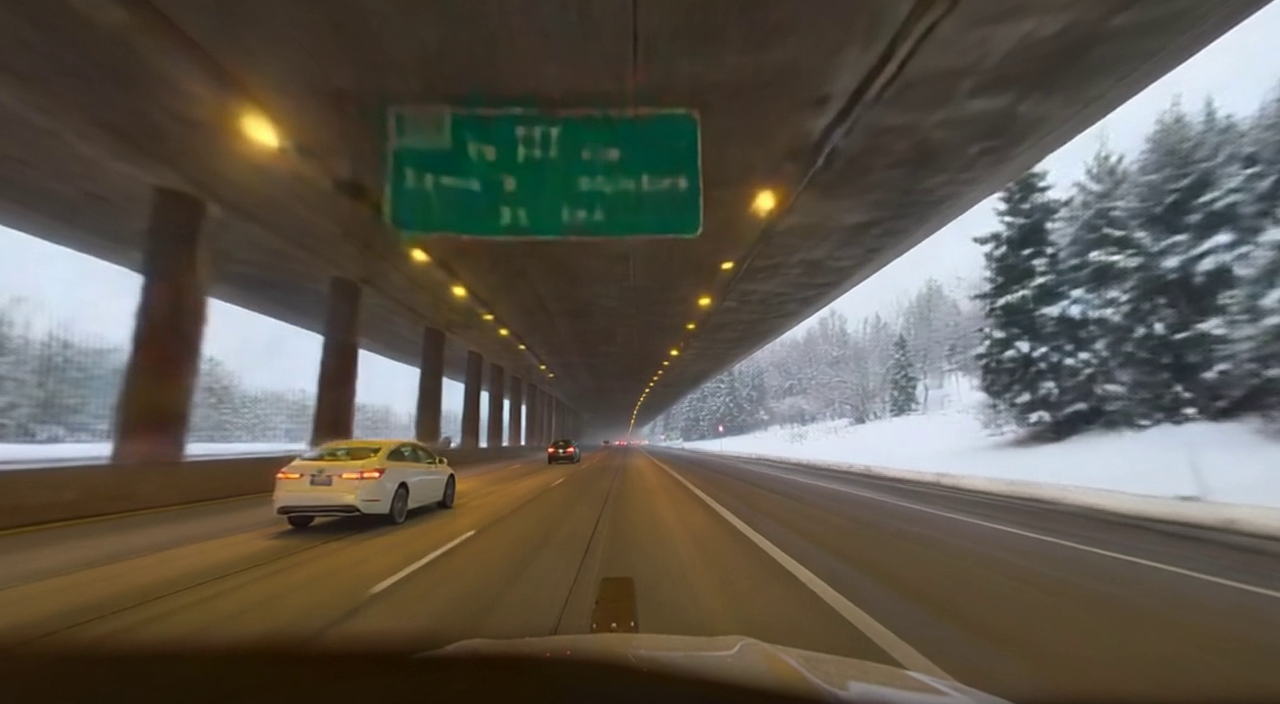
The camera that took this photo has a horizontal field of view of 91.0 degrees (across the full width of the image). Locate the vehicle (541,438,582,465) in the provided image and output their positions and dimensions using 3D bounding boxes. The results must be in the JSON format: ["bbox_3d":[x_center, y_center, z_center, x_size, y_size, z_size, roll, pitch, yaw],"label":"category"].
[{"bbox_3d":[-4.613,5.926,37.531,1.973,1.474,4.199,0,-8,-1],"label":"vehicle"}]

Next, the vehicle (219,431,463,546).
[{"bbox_3d":[-4.398,2.039,10.149,1.885,1.424,4.230,0,-8,0],"label":"vehicle"}]
